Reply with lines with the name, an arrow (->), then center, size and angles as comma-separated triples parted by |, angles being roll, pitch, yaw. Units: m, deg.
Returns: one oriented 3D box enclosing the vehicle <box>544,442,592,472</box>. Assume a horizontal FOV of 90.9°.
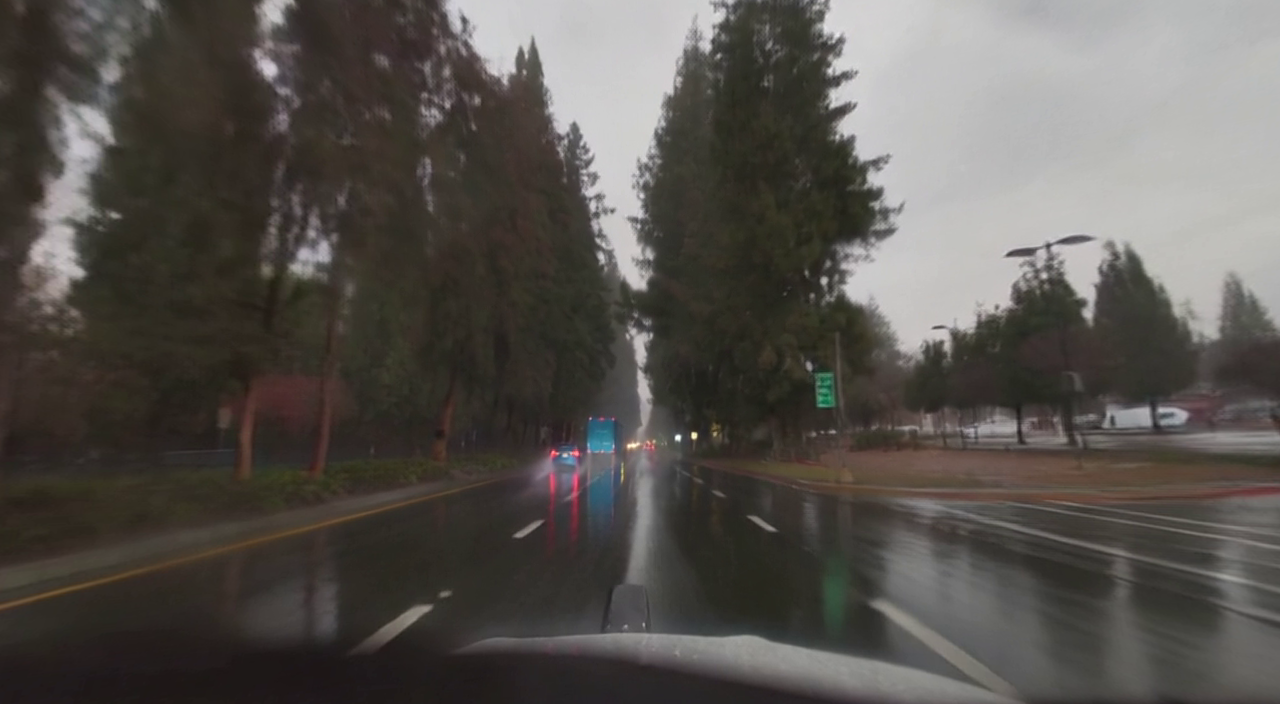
vehicle -> -3.789, 5.576, 33.756 | 2.005, 1.462, 4.345 | 0, -8, 1
